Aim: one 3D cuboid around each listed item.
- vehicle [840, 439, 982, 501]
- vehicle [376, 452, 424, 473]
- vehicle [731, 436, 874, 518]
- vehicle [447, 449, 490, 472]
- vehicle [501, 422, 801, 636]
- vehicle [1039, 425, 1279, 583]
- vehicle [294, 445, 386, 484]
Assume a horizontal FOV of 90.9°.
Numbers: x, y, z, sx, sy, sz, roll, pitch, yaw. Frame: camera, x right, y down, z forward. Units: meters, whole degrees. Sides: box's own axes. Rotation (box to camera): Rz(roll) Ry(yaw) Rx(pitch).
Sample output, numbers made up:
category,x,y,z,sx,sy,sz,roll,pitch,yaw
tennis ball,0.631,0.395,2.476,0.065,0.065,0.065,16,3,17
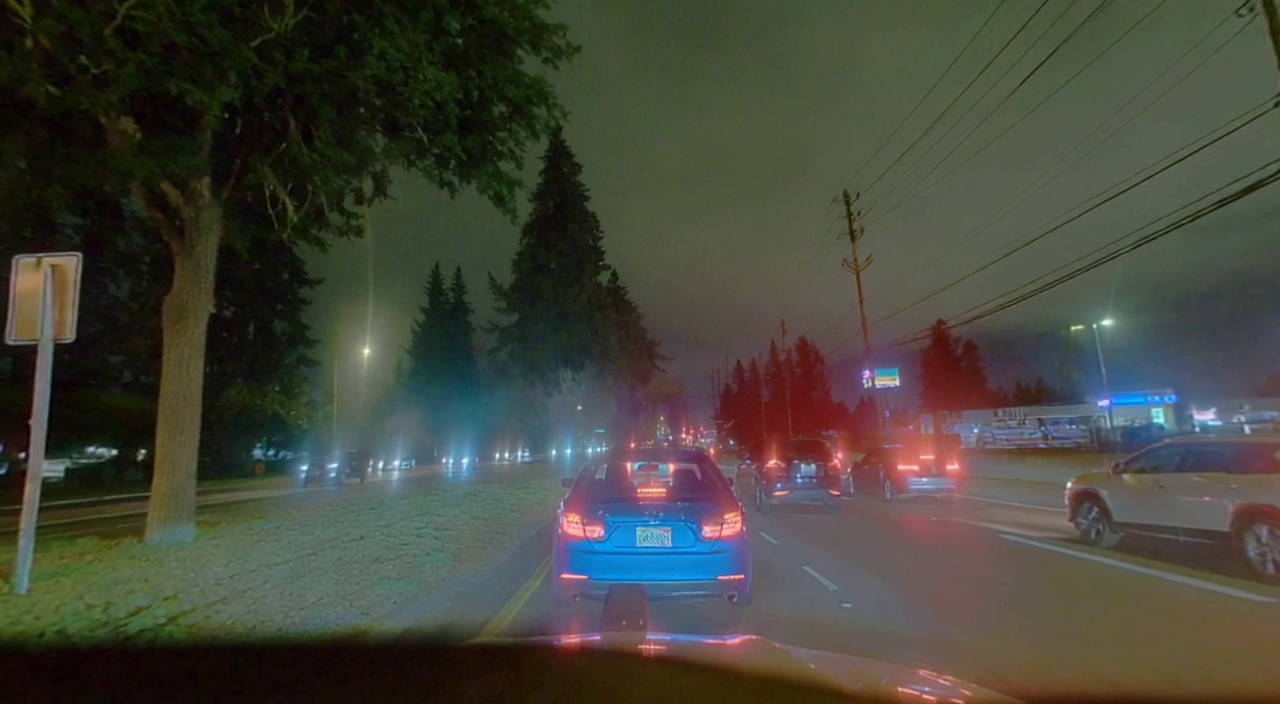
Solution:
category,x,y,z,sx,sy,sz,roll,pitch,yaw
vehicle,7.271,3.184,17.527,1.899,1.458,4.499,0,-8,-1
vehicle,-18.761,8.641,49.507,1.884,1.466,4.821,0,-8,0
vehicle,3.336,2.632,13.869,1.979,1.504,4.156,0,-8,-1
vehicle,-12.005,7.606,44.365,1.804,1.430,4.456,0,-8,0
vehicle,0.063,1.537,6.475,2.108,1.479,3.935,0,-8,0
vehicle,6.989,1.627,7.286,1.850,1.480,4.474,0,-8,1
vehicle,-15.298,5.731,32.541,2.056,1.809,5.354,0,-8,0
